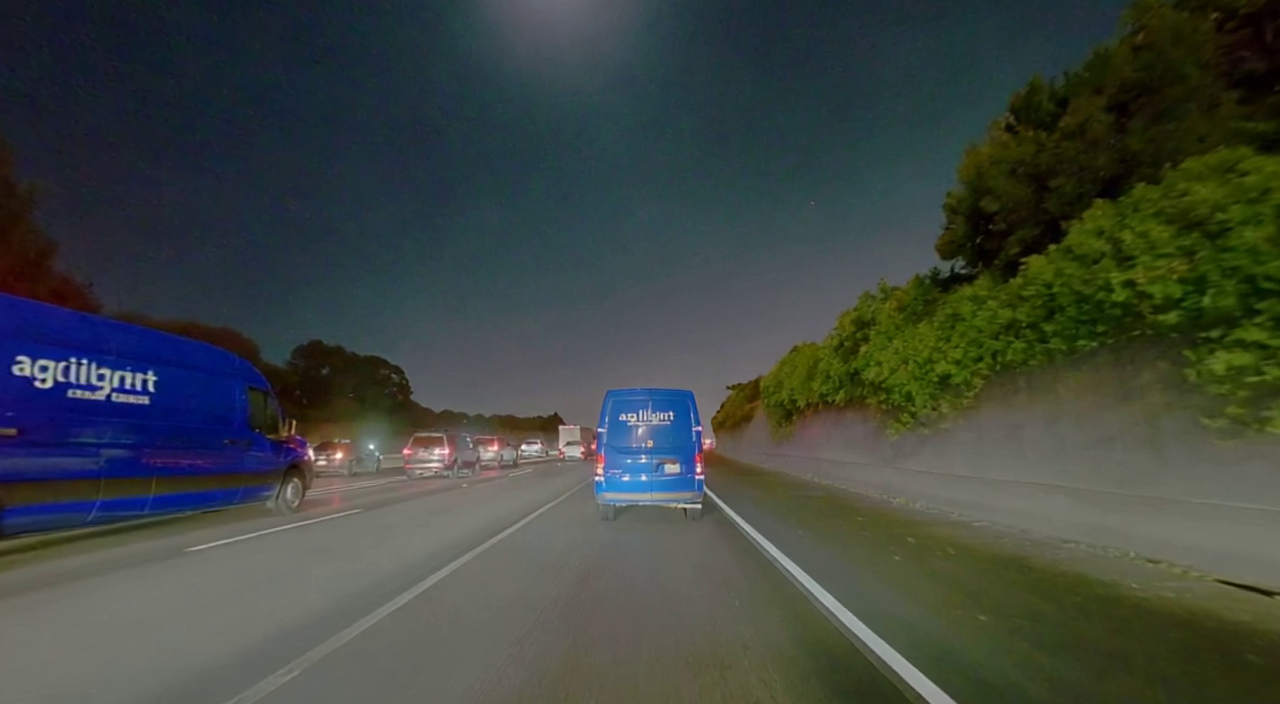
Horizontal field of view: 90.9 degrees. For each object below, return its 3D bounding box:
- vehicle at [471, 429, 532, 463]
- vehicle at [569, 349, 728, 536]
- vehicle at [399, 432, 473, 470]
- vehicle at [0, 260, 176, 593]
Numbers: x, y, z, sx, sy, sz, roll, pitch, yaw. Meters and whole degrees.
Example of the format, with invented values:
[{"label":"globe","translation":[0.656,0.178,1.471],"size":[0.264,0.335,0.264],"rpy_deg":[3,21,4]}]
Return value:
[{"label":"vehicle","translation":[-9.454,6.533,43.767],"size":[2.566,2.158,5.957],"rpy_deg":[-1,-8,3]},{"label":"vehicle","translation":[0.179,1.787,12.518],"size":[2.316,2.738,6.398],"rpy_deg":[0,-8,1]},{"label":"vehicle","translation":[-10.498,5.136,32.894],"size":[2.061,1.846,4.852],"rpy_deg":[-1,-8,2]},{"label":"vehicle","translation":[-7.407,0.475,4.368],"size":[2.717,3.113,7.354],"rpy_deg":[0,-8,0]}]
